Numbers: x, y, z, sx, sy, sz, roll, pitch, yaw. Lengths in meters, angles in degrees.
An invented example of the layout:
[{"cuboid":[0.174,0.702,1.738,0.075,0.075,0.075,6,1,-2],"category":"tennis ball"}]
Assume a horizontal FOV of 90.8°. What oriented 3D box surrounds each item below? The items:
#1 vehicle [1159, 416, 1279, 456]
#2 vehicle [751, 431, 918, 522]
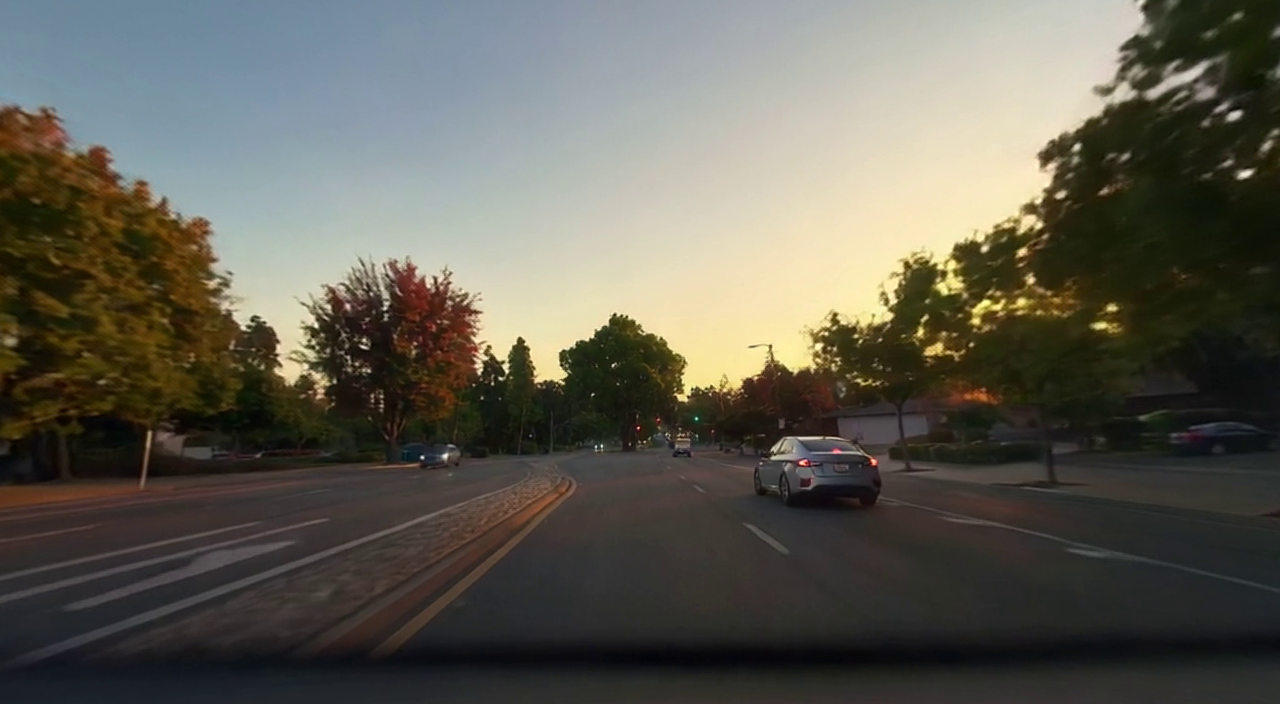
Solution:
[{"cuboid":[26.217,3.676,27.527,5.085,1.657,2.372,0,-8,0],"category":"vehicle"},{"cuboid":[3.522,2.315,12.331,1.852,1.453,4.083,0,-8,-2],"category":"vehicle"}]
